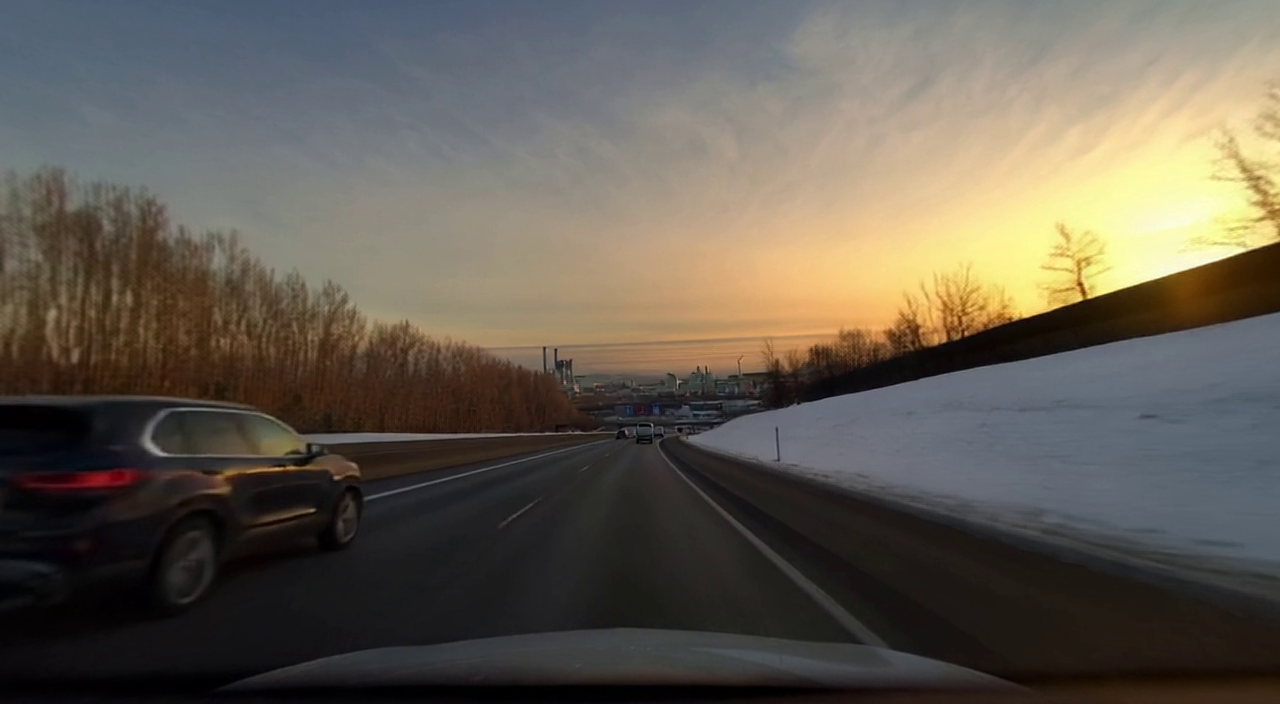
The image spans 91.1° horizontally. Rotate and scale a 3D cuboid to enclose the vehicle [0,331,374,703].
[{"bbox_3d":[-3.860,0.998,4.561,2.018,1.678,4.312,0,-8,-1],"label":"vehicle"}]
